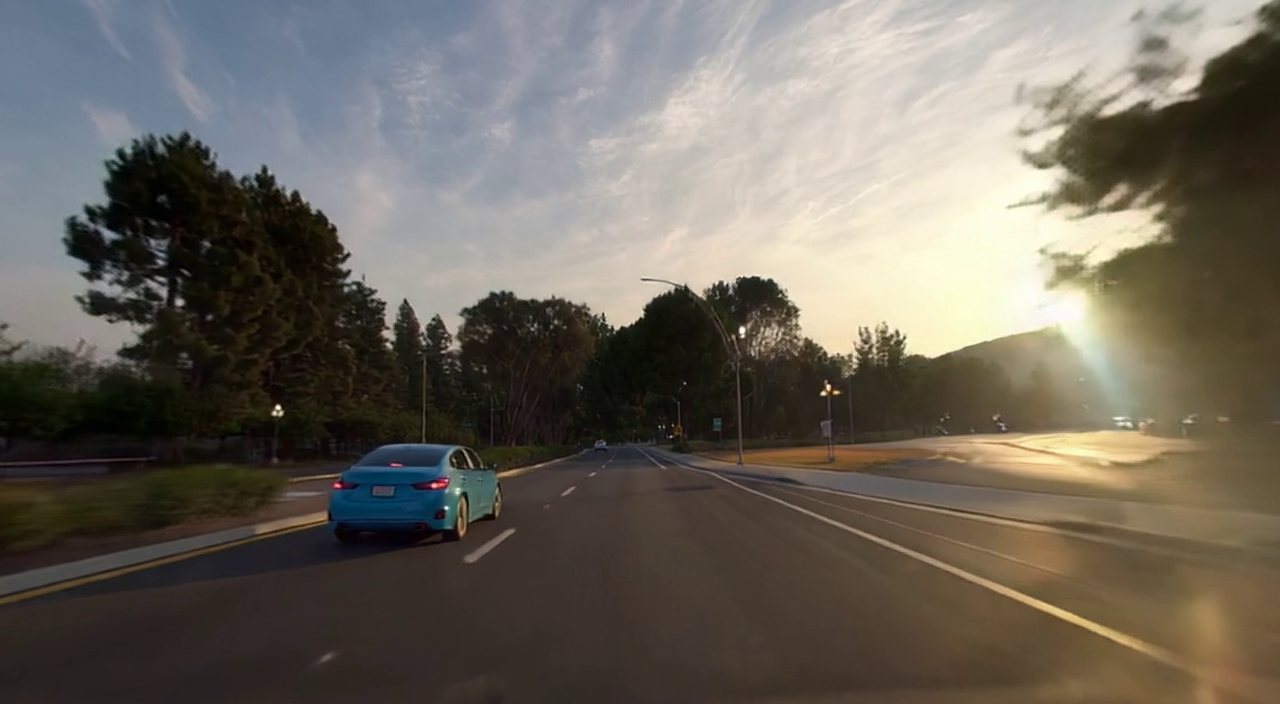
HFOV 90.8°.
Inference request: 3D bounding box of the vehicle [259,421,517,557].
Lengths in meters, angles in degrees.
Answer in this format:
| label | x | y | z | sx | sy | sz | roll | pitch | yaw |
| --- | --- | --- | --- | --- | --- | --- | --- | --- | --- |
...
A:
| label | x | y | z | sx | sy | sz | roll | pitch | yaw |
| --- | --- | --- | --- | --- | --- | --- | --- | --- | --- |
| vehicle | -3.156 | 1.801 | 9.006 | 1.964 | 1.472 | 4.078 | 0 | -8 | 0 |
